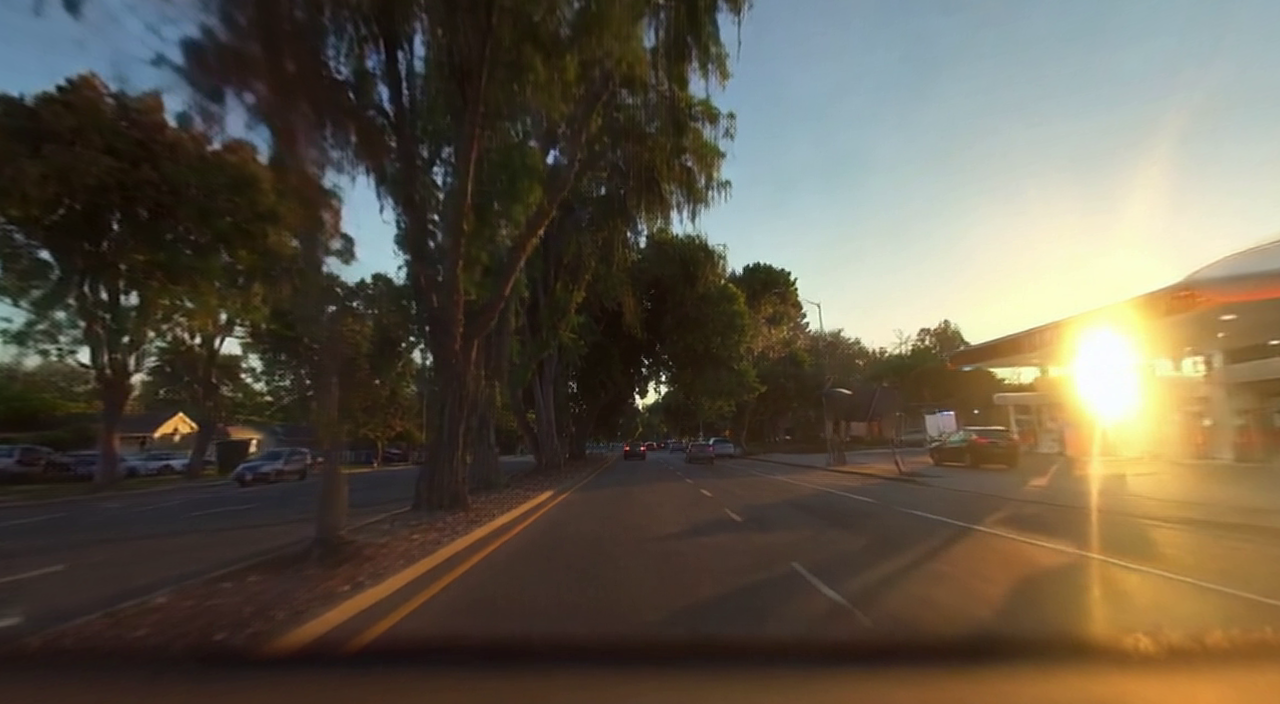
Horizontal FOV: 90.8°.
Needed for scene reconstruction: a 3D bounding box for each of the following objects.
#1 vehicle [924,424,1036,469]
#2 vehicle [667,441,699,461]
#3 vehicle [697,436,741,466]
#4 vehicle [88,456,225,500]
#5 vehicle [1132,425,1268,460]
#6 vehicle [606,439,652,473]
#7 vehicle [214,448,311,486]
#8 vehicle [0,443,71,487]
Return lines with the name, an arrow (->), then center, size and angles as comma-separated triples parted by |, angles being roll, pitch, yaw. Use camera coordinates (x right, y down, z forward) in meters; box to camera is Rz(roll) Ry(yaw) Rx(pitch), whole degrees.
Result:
vehicle -> 15.335, 4.300, 28.877 | 2.368, 1.868, 4.724 | 0, -8, -1
vehicle -> 3.256, 7.651, 48.994 | 2.124, 1.476, 4.730 | 0, -8, 0
vehicle -> 5.159, 6.330, 40.582 | 2.117, 1.757, 4.969 | -2, -9, 15
vehicle -> -18.806, 4.881, 24.892 | 1.797, 1.461, 4.536 | 0, -9, 0
vehicle -> 25.686, 4.214, 29.261 | 2.045, 1.478, 4.685 | 0, -8, 0
vehicle -> -0.496, 4.882, 29.812 | 2.052, 1.488, 3.779 | 0, -8, 0
vehicle -> -18.816, 5.712, 31.780 | 2.004, 1.758, 4.594 | 0, -8, 0
vehicle -> -31.810, 5.638, 31.632 | 4.384, 2.079, 2.066 | 0, -9, -3
